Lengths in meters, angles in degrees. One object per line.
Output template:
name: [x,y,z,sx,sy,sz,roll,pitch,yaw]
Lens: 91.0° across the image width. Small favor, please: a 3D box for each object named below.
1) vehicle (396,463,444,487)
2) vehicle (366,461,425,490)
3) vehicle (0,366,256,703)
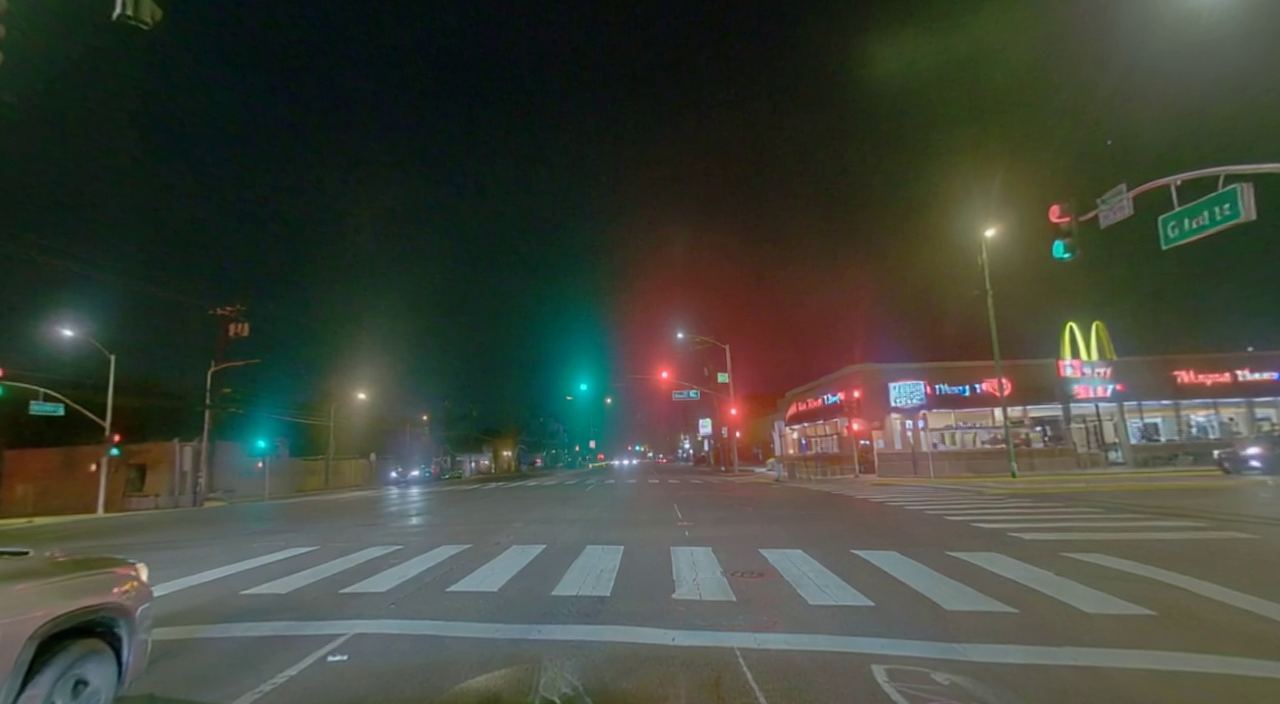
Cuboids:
vehicle: [-15.743,8.823,45.360,1.931,1.471,4.152,0,-9,0]
vehicle: [-19.213,9.711,49.806,2.227,2.033,5.614,0,-9,2]
vehicle: [-3.413,0.747,1.411,2.081,1.644,4.523,0,-9,3]
